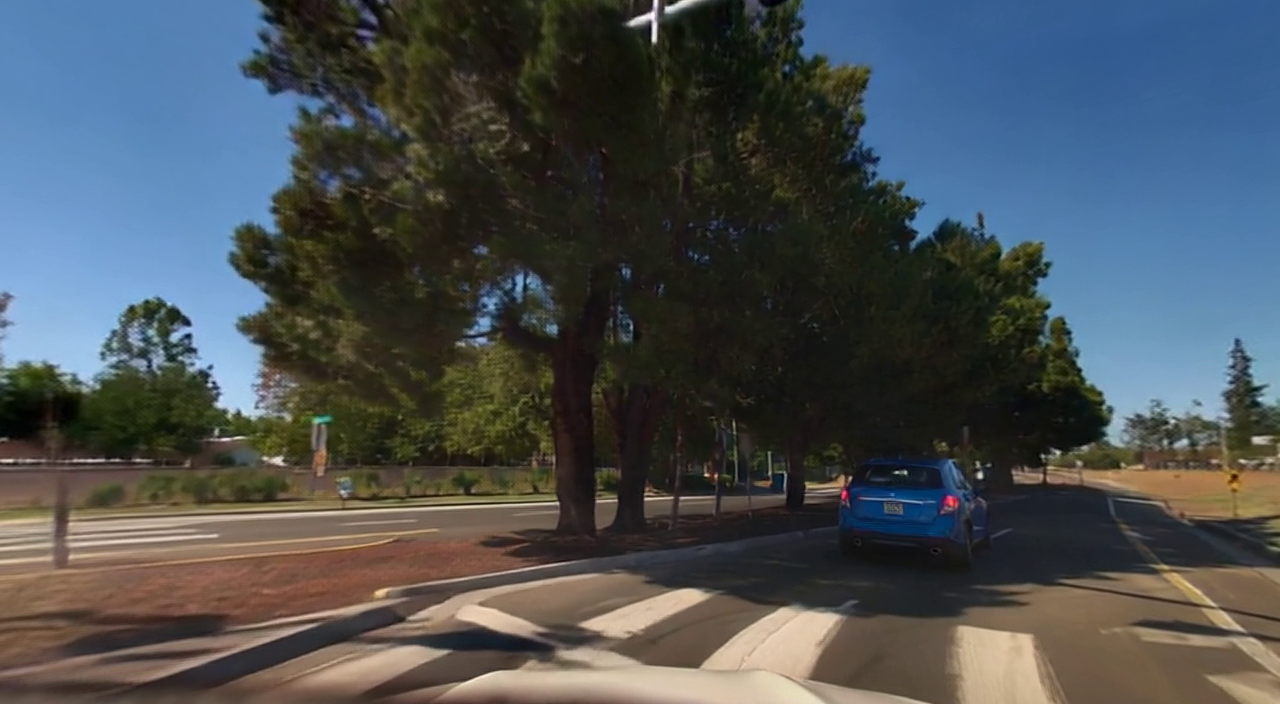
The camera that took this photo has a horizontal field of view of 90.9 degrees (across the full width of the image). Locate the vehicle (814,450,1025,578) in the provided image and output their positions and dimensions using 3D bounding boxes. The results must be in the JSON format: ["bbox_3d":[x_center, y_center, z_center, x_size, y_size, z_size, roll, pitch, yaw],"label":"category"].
[{"bbox_3d":[4.605,2.339,10.044,2.148,1.521,4.089,-6,-10,36],"label":"vehicle"}]
